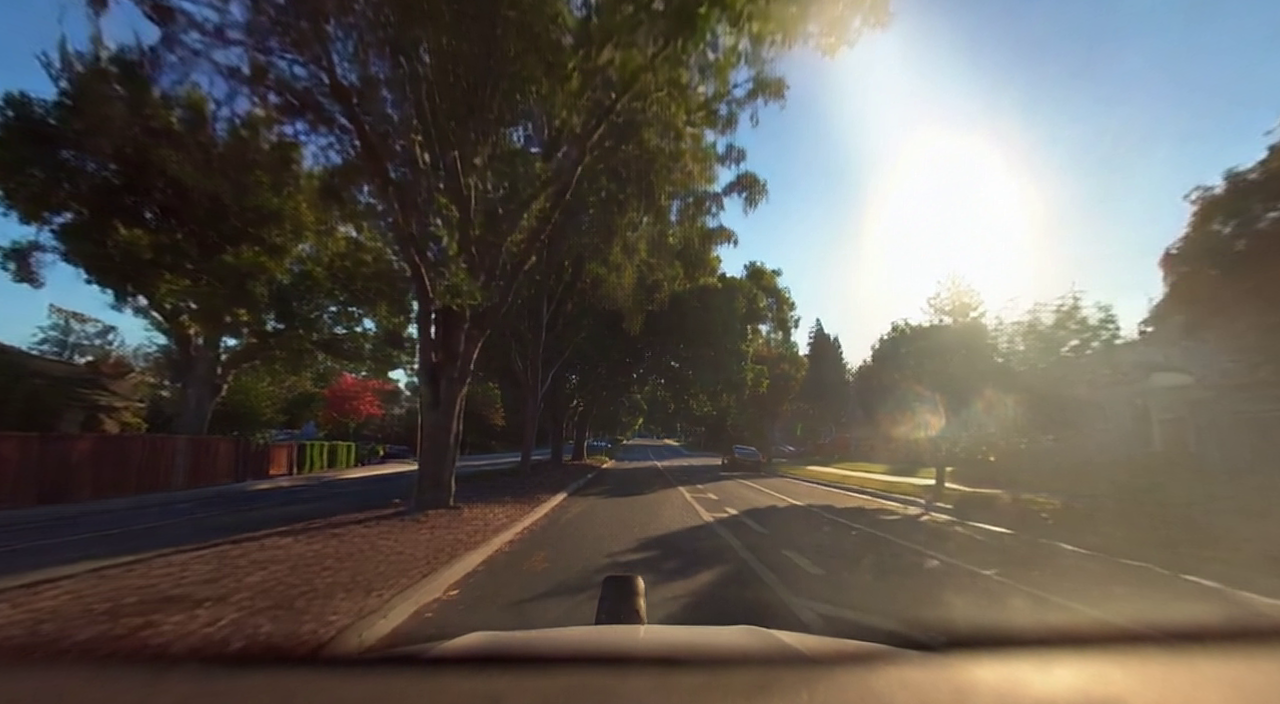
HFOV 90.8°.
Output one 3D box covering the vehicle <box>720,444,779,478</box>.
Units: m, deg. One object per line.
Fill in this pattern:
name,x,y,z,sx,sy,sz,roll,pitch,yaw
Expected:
vehicle,5.050,5.063,29.690,1.904,1.475,4.386,0,-8,-1
